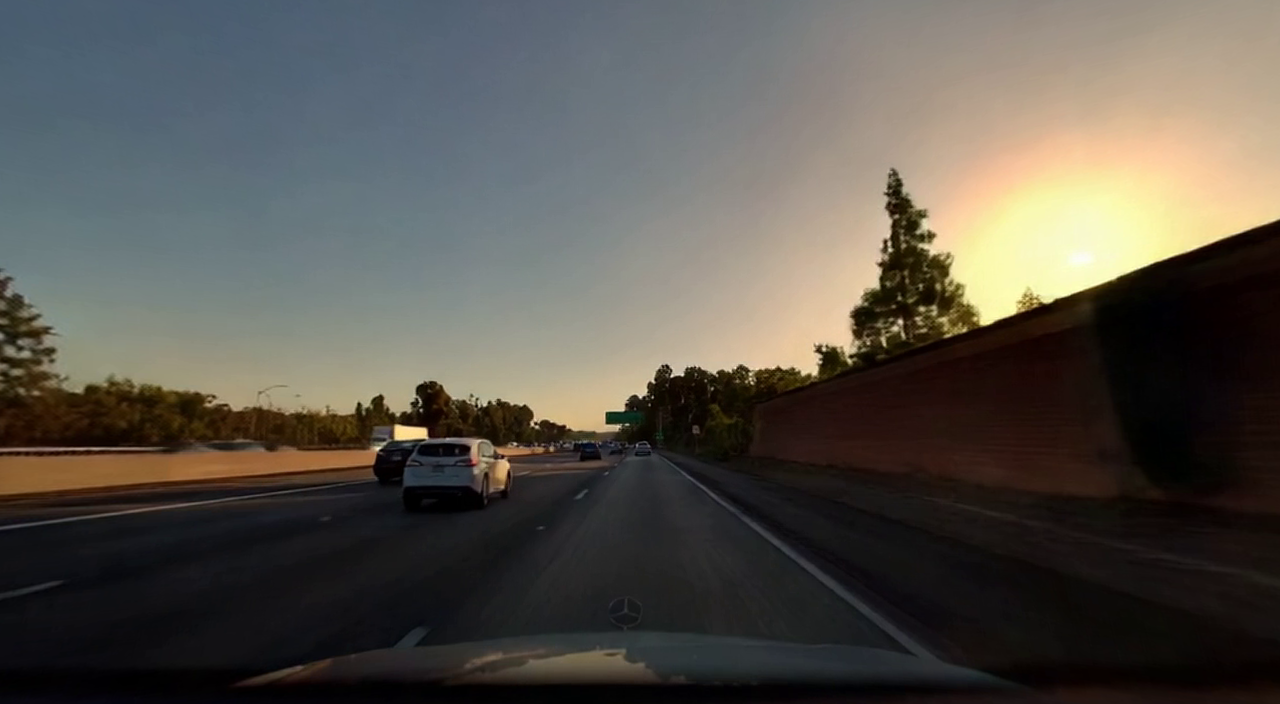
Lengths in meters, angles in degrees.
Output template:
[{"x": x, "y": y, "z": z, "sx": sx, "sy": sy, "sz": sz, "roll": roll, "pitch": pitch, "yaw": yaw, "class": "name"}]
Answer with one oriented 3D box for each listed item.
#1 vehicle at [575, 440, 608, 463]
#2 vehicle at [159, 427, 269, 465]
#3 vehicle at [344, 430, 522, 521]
[{"x": -3.558, "y": 7.403, "z": 46.919, "sx": 2.036, "sy": 1.636, "sz": 4.511, "roll": 0, "pitch": -9, "yaw": 1, "class": "vehicle"}, {"x": -31.985, "y": 7.160, "z": 47.645, "sx": 2.732, "sy": 2.631, "sz": 7.820, "roll": 0, "pitch": -9, "yaw": 1, "class": "vehicle"}, {"x": -3.894, "y": 2.410, "z": 12.860, "sx": 1.945, "sy": 1.484, "sz": 4.803, "roll": 0, "pitch": -9, "yaw": 1, "class": "vehicle"}]
